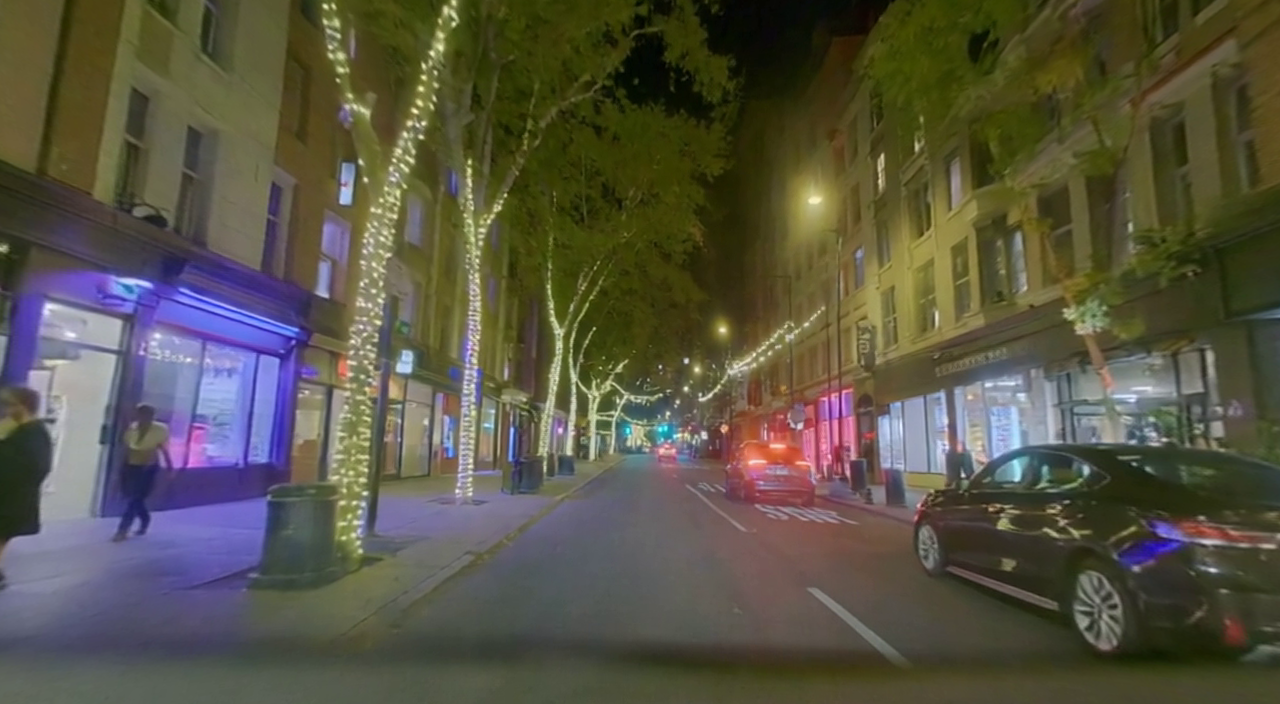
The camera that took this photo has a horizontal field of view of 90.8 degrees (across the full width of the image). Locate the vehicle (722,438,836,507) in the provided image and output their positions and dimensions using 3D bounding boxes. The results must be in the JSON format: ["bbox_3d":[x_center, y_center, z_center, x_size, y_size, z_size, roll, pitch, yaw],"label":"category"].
[{"bbox_3d":[3.480,3.103,16.750,1.971,1.559,4.326,0,-8,-1],"label":"vehicle"}]

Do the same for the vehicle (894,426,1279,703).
[{"bbox_3d":[4.048,1.422,5.237,1.977,1.478,4.458,0,-8,-1],"label":"vehicle"}]
